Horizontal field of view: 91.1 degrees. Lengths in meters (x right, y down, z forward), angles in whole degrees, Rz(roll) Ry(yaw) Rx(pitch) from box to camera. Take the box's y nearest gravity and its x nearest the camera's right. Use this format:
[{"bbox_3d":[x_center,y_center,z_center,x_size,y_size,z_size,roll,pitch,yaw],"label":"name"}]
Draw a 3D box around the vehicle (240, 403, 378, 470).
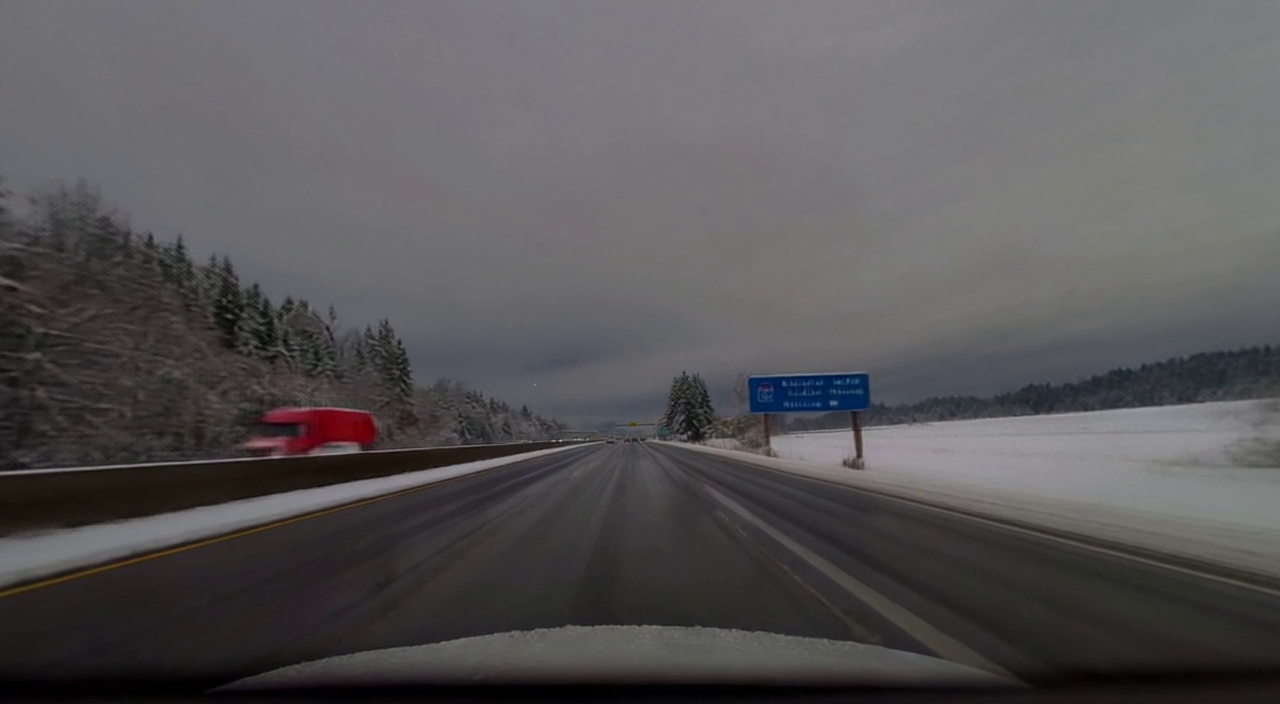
[{"bbox_3d":[-18.061,4.750,35.252,2.904,3.267,8.867,0,-8,0],"label":"vehicle"}]
